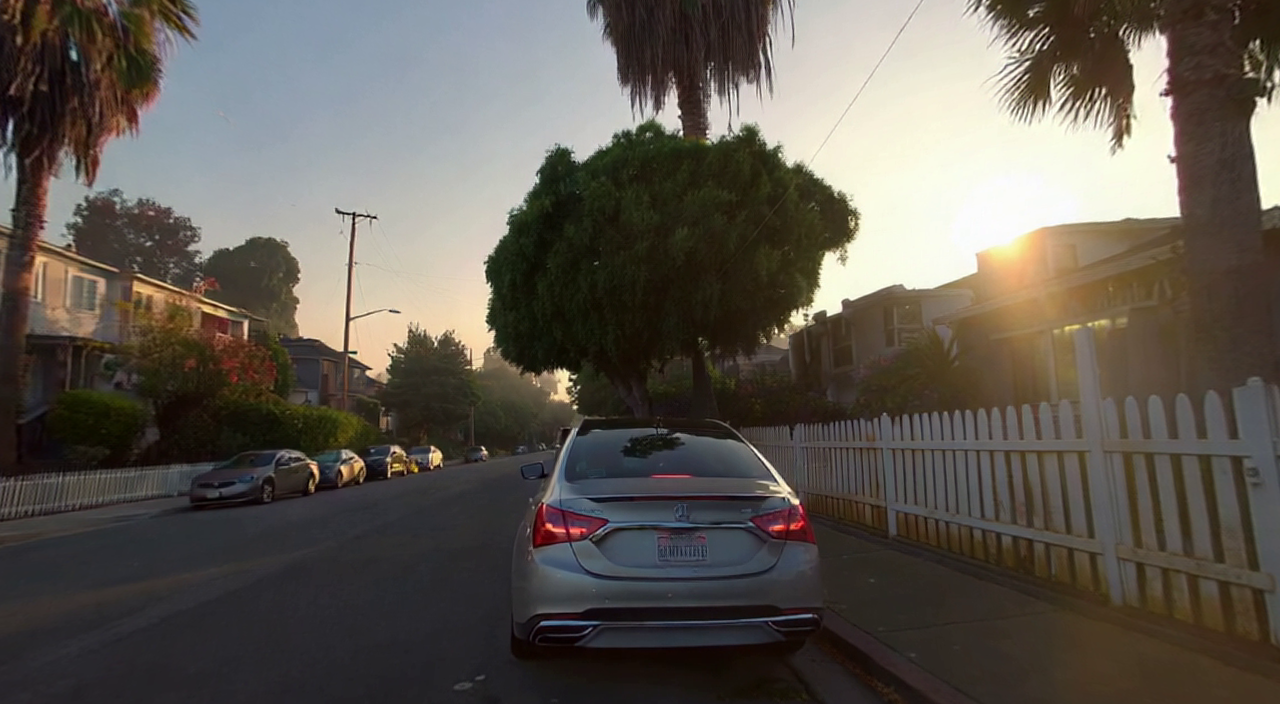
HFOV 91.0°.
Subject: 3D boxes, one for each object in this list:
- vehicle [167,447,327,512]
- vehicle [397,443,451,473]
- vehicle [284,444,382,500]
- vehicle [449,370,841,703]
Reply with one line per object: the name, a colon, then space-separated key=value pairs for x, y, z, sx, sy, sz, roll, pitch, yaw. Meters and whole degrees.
vehicle: x=-11.395 y=3.665 z=18.797 sx=2.017 sy=1.627 sz=5.039 roll=1 pitch=-8 yaw=-7
vehicle: x=-13.173 y=6.467 z=38.698 sx=2.060 sy=1.689 sz=4.999 roll=1 pitch=-8 yaw=-7
vehicle: x=-12.151 y=4.715 z=25.292 sx=2.048 sy=1.485 sz=4.757 roll=-4 pitch=-4 yaw=-8
vehicle: x=-0.134 y=1.220 z=5.000 sx=1.894 sy=1.695 sz=3.795 roll=1 pitch=-8 yaw=-6
